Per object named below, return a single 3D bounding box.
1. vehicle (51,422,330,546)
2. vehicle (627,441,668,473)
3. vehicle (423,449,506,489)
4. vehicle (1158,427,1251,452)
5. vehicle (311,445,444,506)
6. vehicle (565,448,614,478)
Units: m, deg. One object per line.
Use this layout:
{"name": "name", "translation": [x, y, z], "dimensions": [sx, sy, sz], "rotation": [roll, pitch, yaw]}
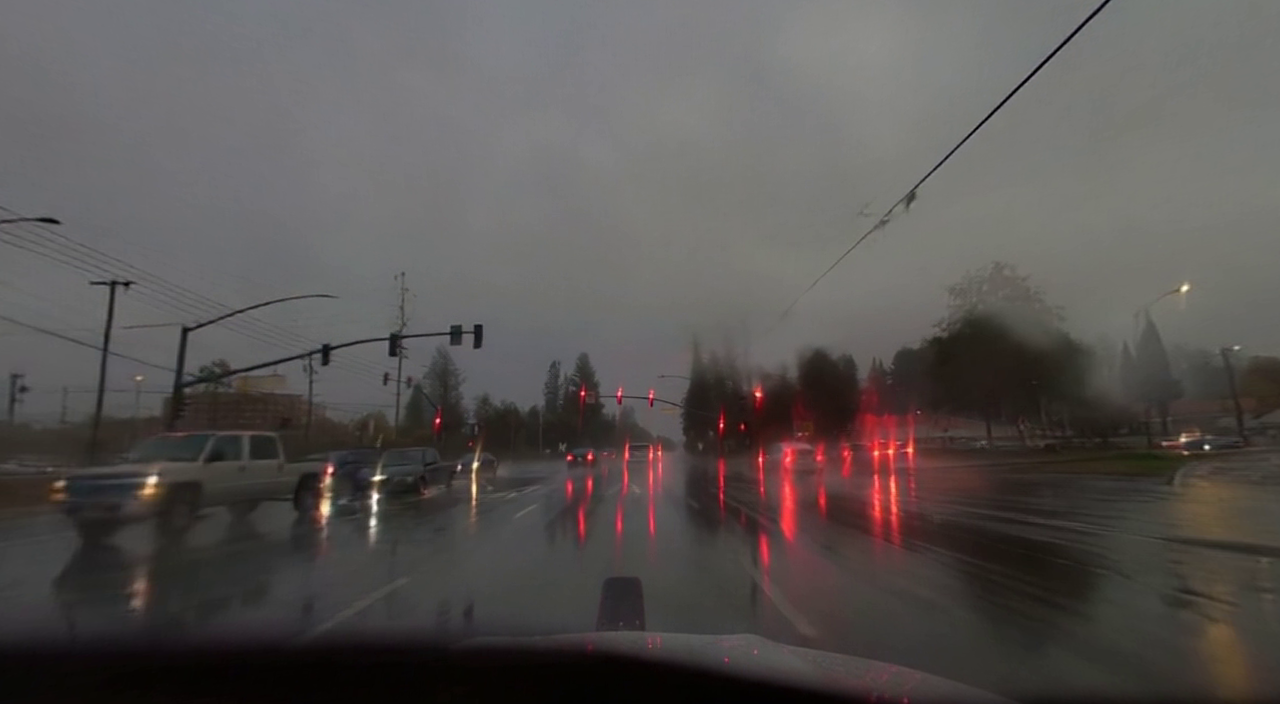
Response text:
{"name": "vehicle", "translation": [-7.480, 2.205, 11.177], "dimensions": [1.860, 1.754, 4.089], "rotation": [0, -8, 1]}
{"name": "vehicle", "translation": [0.530, 6.378, 38.646], "dimensions": [2.276, 1.850, 3.897], "rotation": [-1, -8, 4]}
{"name": "vehicle", "translation": [-7.058, 4.741, 25.942], "dimensions": [1.904, 1.449, 4.580], "rotation": [0, -8, 3]}
{"name": "vehicle", "translation": [44.092, 6.875, 49.450], "dimensions": [4.988, 1.916, 2.172], "rotation": [-1, -8, 4]}
{"name": "vehicle", "translation": [-7.528, 3.544, 18.646], "dimensions": [1.912, 1.573, 4.299], "rotation": [0, -8, 2]}
{"name": "vehicle", "translation": [-2.635, 5.870, 33.792], "dimensions": [2.064, 1.464, 4.373], "rotation": [0, -8, 2]}
